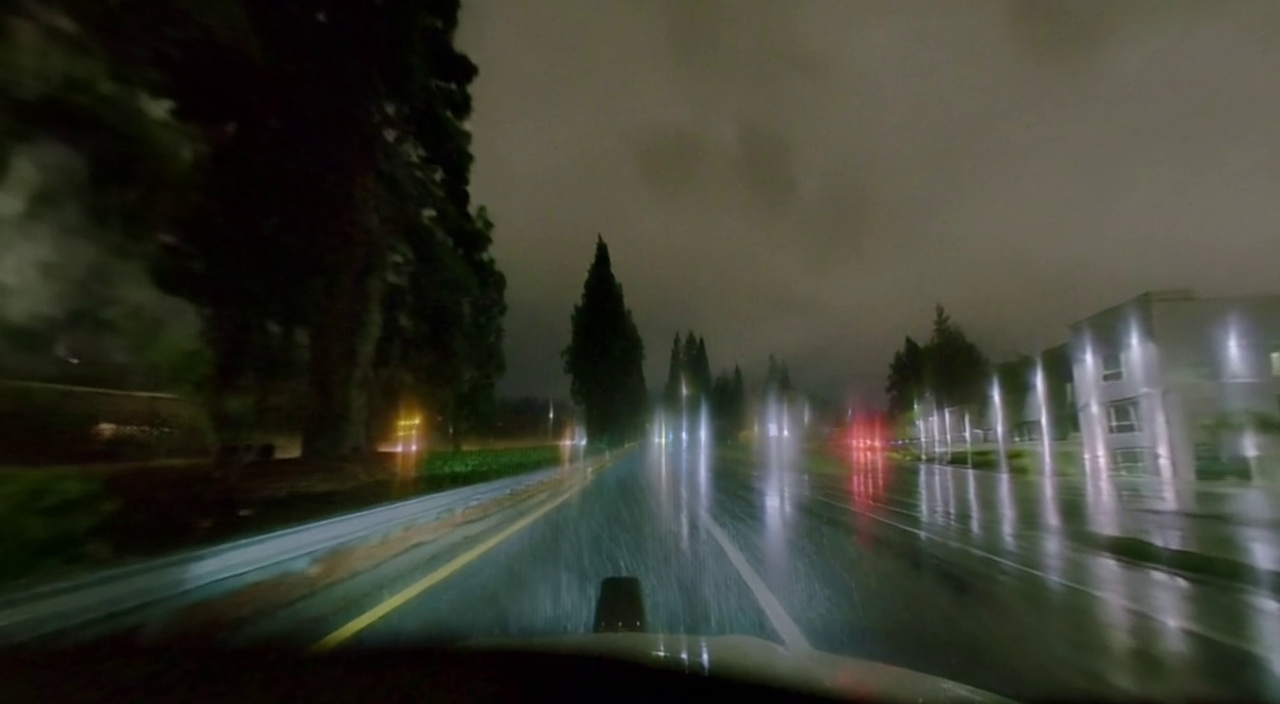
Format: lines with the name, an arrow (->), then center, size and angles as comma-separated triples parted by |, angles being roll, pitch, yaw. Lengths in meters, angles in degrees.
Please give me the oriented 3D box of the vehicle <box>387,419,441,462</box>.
vehicle -> -16.721, 6.533, 46.927 | 2.575, 2.950, 4.003 | -1, -7, -1
